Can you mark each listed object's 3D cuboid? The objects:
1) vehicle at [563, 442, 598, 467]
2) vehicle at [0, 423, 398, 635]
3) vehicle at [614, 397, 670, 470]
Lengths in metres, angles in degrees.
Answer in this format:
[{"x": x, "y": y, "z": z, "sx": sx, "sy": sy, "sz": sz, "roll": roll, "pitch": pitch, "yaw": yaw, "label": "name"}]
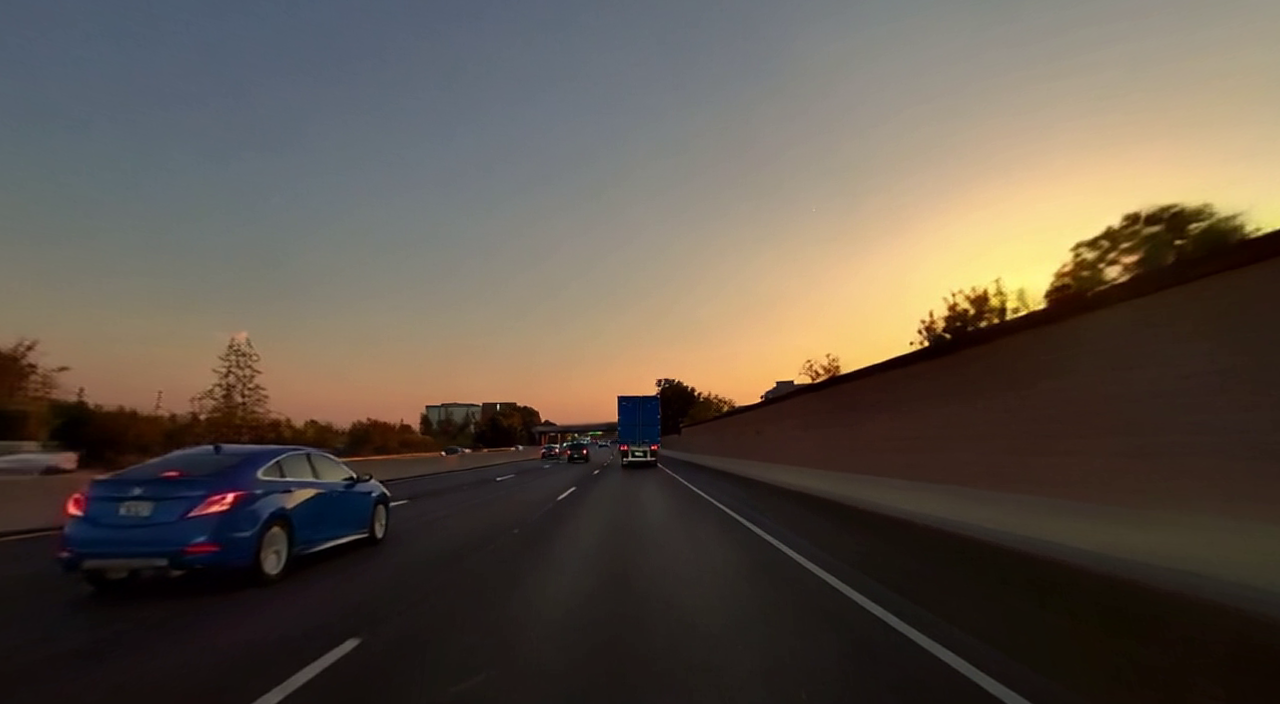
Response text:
[{"x": -3.969, "y": 6.910, "z": 42.284, "sx": 2.006, "sy": 1.572, "sz": 4.082, "roll": 0, "pitch": -9, "yaw": -1, "label": "vehicle"}, {"x": -4.220, "y": 1.580, "z": 6.500, "sx": 1.895, "sy": 1.500, "sz": 3.808, "roll": 0, "pitch": -9, "yaw": 0, "label": "vehicle"}, {"x": 0.040, "y": 5.433, "z": 40.784, "sx": 3.123, "sy": 4.094, "sz": 10.812, "roll": 0, "pitch": -9, "yaw": -1, "label": "vehicle"}]
